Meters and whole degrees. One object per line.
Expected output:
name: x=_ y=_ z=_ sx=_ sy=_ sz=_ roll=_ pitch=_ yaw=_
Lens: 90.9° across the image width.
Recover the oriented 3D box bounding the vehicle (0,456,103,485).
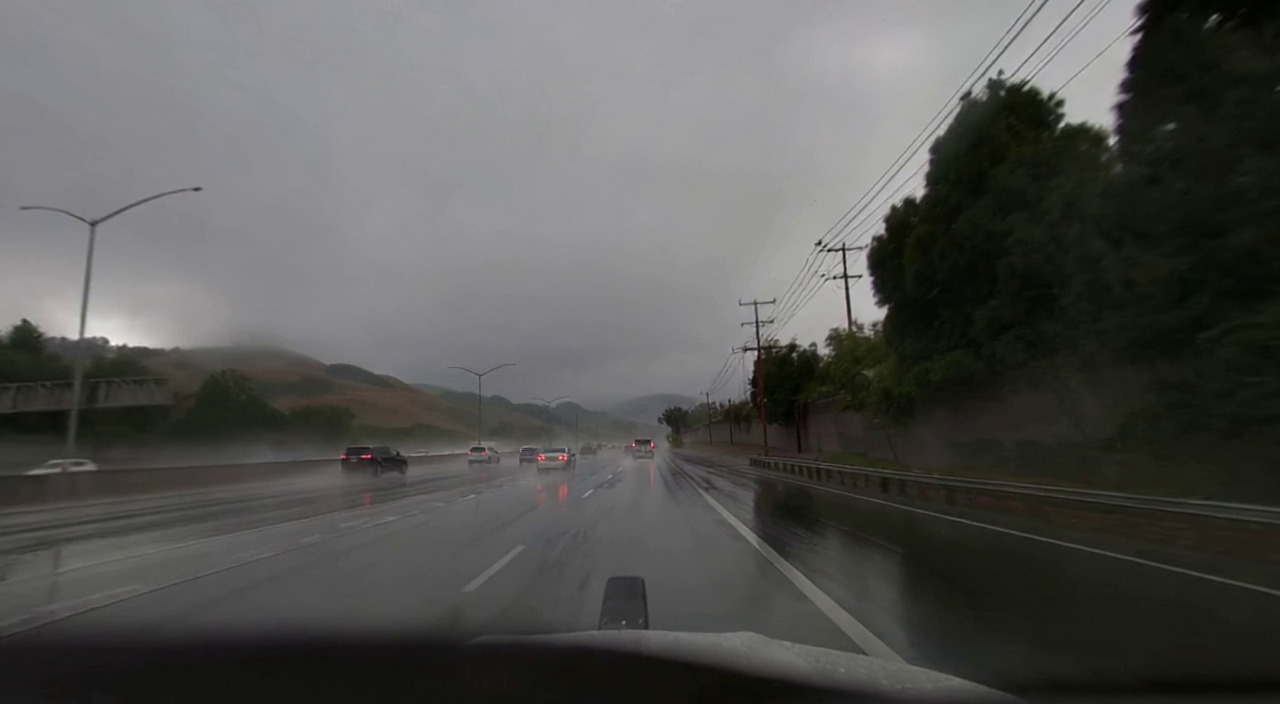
vehicle: x=-31.676 y=6.346 z=34.059 sx=1.760 sy=1.424 sz=4.051 roll=0 pitch=-9 yaw=0

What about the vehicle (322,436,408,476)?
vehicle: x=-14.259 y=5.423 z=33.088 sx=2.172 sy=1.946 sz=5.017 roll=0 pitch=-9 yaw=1

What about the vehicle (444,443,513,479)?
vehicle: x=-7.157 y=4.846 z=28.344 sx=1.899 sy=1.472 sz=4.202 roll=0 pitch=-9 yaw=1

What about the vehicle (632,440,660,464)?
vehicle: x=0.389 y=7.546 z=47.798 sx=2.001 sy=1.732 sz=4.823 roll=0 pitch=-9 yaw=-1

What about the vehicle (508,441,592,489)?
vehicle: x=-2.913 y=3.800 z=21.485 sx=2.064 sy=1.446 sz=4.409 roll=0 pitch=-9 yaw=2
